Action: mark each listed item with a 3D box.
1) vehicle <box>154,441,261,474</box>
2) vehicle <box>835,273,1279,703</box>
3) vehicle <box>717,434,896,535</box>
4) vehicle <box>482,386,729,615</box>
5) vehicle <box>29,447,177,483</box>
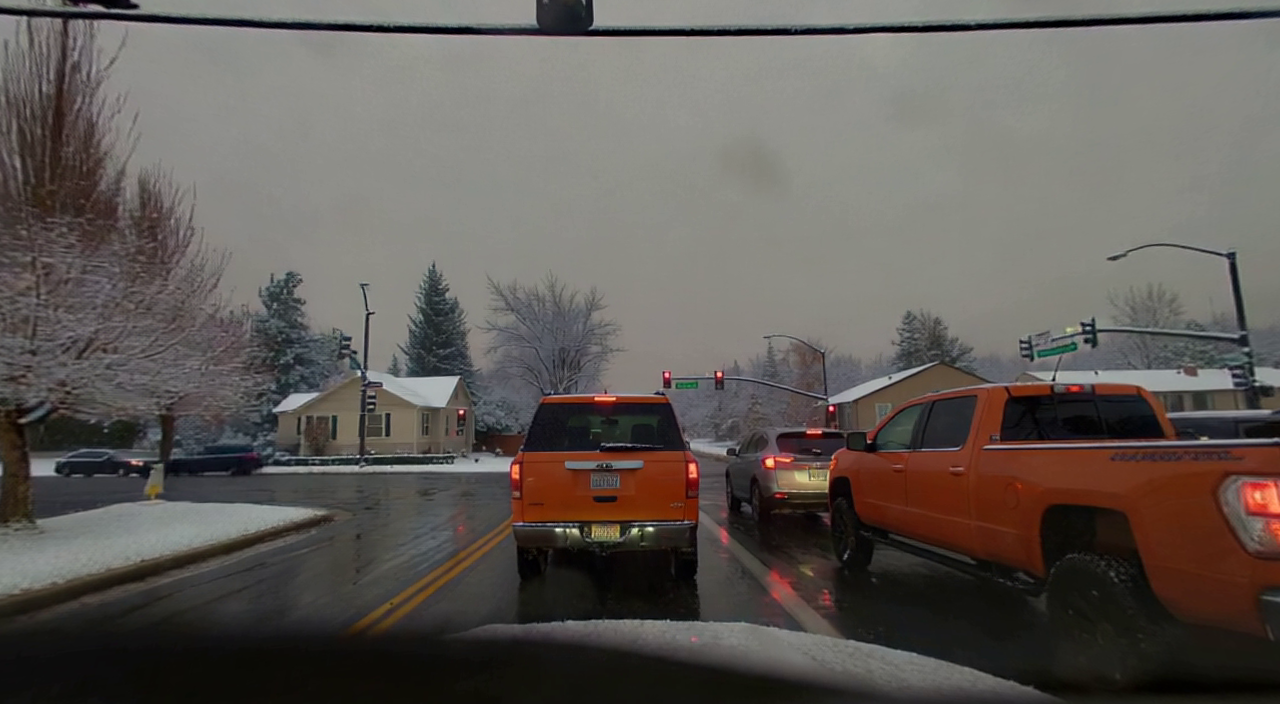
[{"bbox_3d":[-23.404,5.713,34.322,4.289,1.672,1.864,1,-8,-9],"label":"vehicle"},{"bbox_3d":[2.989,0.951,3.916,1.886,1.849,5.070,0,-8,-1],"label":"vehicle"},{"bbox_3d":[2.716,2.267,11.537,1.952,1.465,4.421,0,-8,-2],"label":"vehicle"},{"bbox_3d":[-0.251,1.403,6.698,1.915,1.780,3.379,0,-8,1],"label":"vehicle"},{"bbox_3d":[-22.877,4.793,27.078,4.533,1.350,1.714,0,-8,-9],"label":"vehicle"}]
